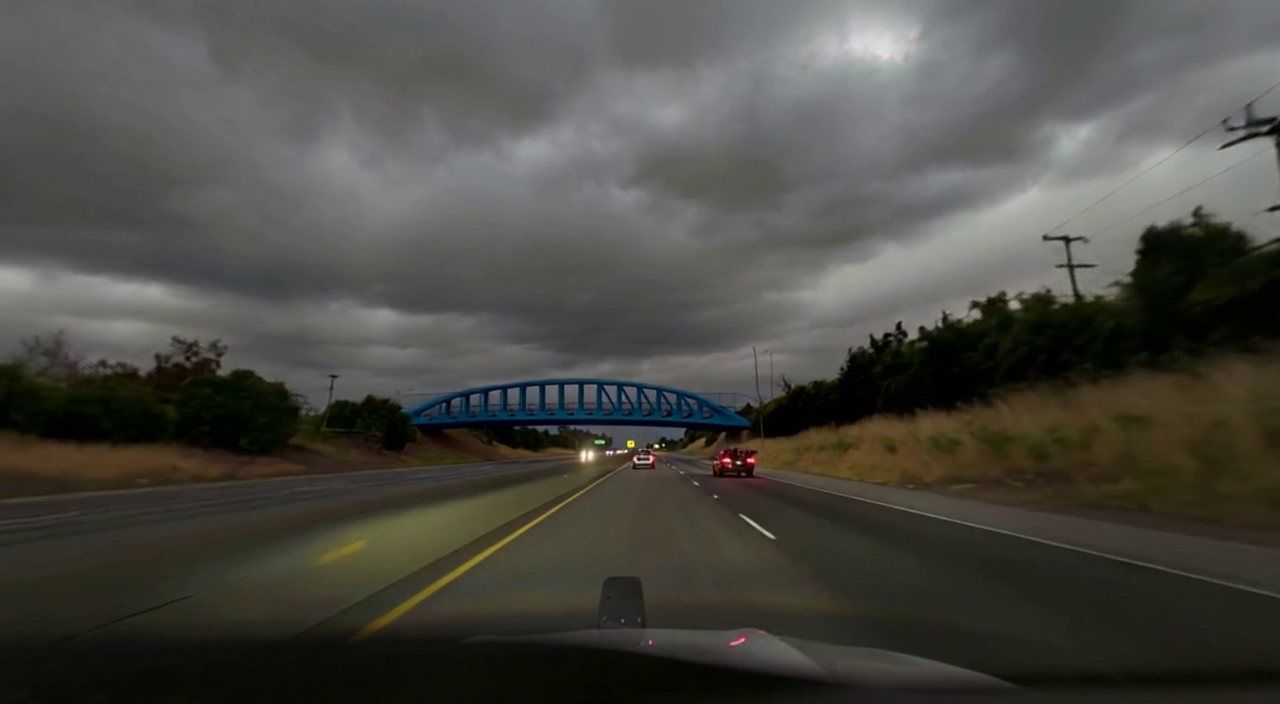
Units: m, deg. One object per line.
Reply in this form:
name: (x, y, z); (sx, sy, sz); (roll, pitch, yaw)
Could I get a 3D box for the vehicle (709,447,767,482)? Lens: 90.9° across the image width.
vehicle: (4.569, 5.312, 30.126); (1.988, 1.505, 4.958); (0, -9, 0)

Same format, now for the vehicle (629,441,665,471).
vehicle: (0.518, 7.253, 44.139); (2.369, 1.948, 5.343); (0, -9, 2)
